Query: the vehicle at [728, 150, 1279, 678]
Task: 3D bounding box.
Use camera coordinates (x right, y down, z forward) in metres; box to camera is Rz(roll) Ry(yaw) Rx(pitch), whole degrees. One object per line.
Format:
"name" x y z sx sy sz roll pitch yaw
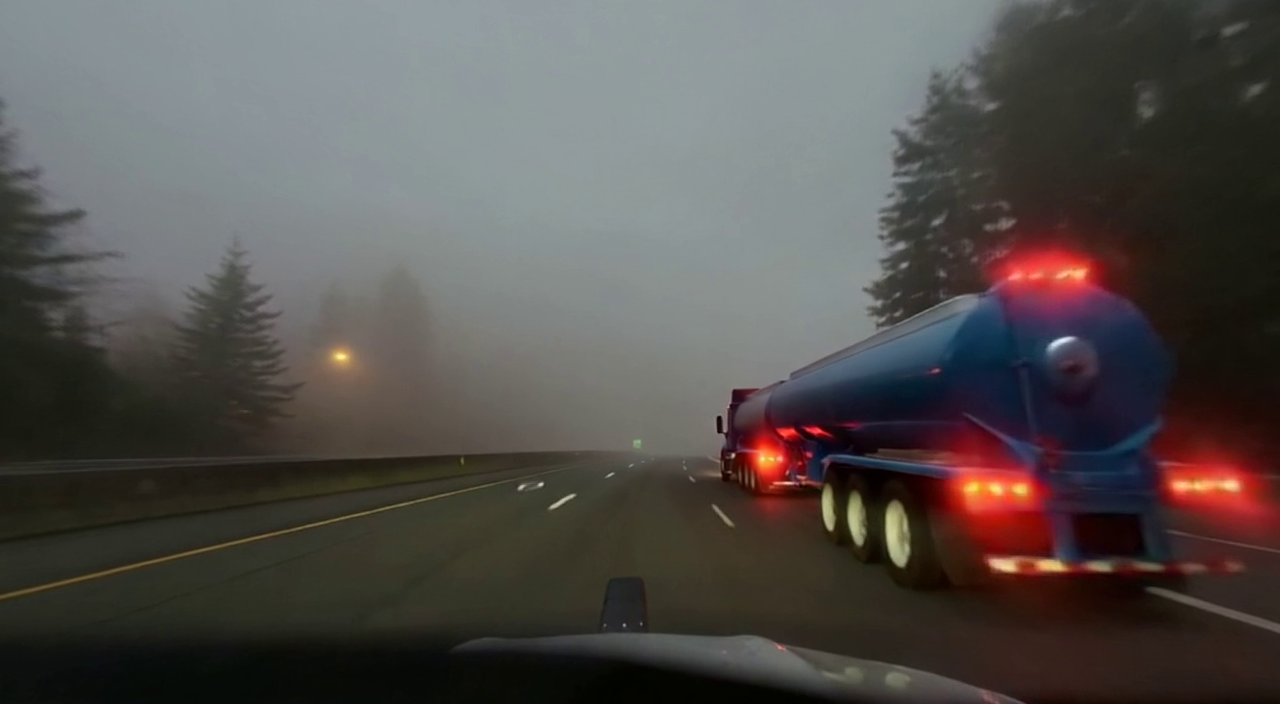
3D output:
"vehicle" 4.017 1.376 11.473 2.880 3.624 14.397 0 -8 0
